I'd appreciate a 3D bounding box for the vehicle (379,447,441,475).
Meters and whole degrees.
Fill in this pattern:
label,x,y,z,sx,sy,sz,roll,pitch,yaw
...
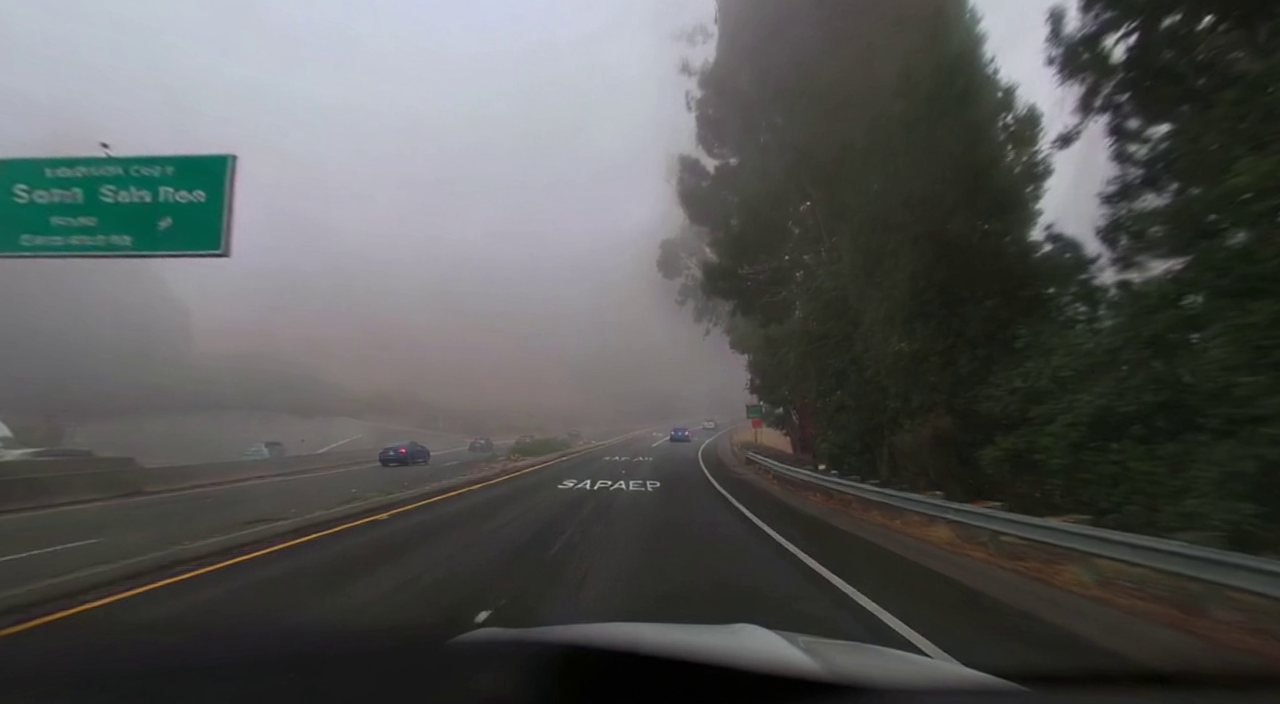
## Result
label,x,y,z,sx,sy,sz,roll,pitch,yaw
vehicle,-15.043,7.142,41.654,2.227,1.760,4.507,-1,-9,2

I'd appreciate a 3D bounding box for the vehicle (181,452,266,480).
label,x,y,z,sx,sy,sz,roll,pitch,yaw
vehicle,-23.686,6.486,36.134,1.862,1.465,4.157,-1,-9,3

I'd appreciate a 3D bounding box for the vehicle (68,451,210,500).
label,x,y,z,sx,sy,sz,roll,pitch,yaw
vehicle,-19.577,4.801,24.993,1.956,1.716,4.330,0,-9,2

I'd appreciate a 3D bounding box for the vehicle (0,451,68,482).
label,x,y,z,sx,sy,sz,roll,pitch,yaw
vehicle,-31.713,5.702,31.654,1.783,1.482,4.460,0,-9,1
